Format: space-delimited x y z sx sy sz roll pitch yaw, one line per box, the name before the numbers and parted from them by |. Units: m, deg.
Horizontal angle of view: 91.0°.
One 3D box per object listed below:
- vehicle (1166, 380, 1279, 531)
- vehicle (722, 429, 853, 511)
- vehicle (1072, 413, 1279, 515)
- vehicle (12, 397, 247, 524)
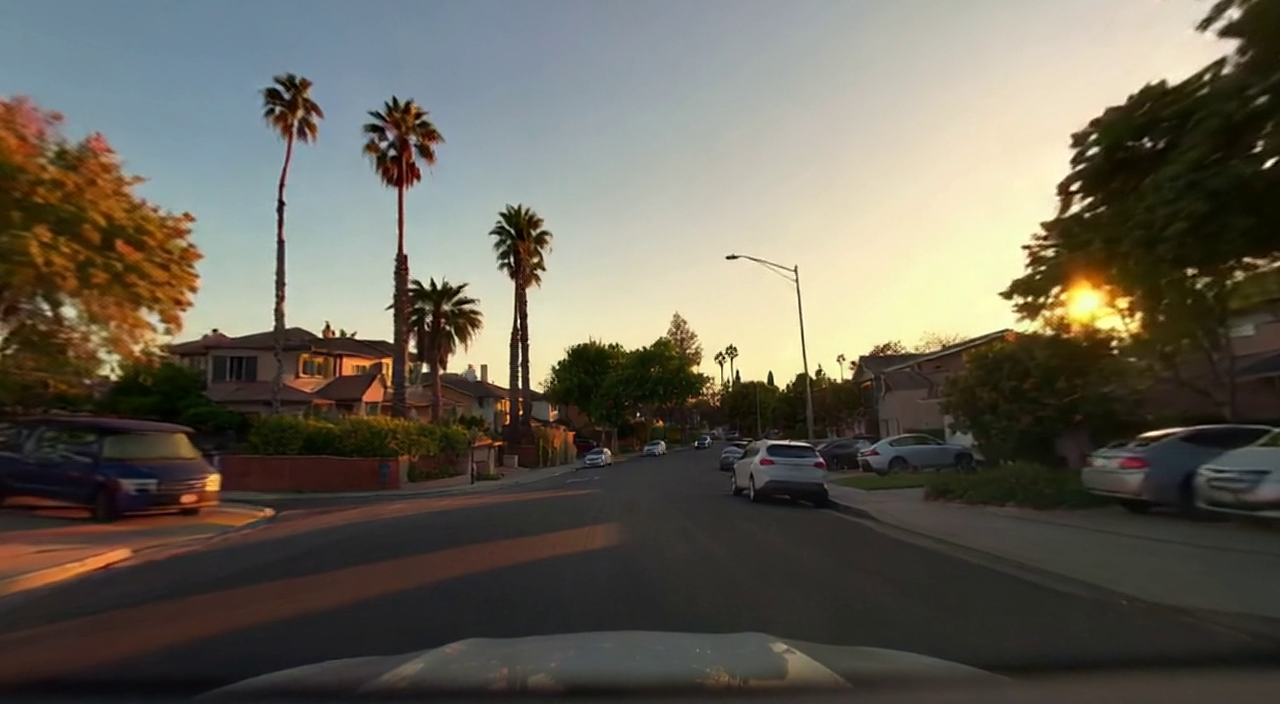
vehicle | 9.815 1.223 7.768 4.478 1.705 2.050 -3 -16 3
vehicle | 3.636 2.993 16.622 2.197 1.816 4.845 0 -8 -1
vehicle | 9.968 1.796 10.378 4.220 1.492 1.924 -1 -8 1
vehicle | -13.320 2.720 16.280 6.773 2.680 2.459 -6 -9 32
